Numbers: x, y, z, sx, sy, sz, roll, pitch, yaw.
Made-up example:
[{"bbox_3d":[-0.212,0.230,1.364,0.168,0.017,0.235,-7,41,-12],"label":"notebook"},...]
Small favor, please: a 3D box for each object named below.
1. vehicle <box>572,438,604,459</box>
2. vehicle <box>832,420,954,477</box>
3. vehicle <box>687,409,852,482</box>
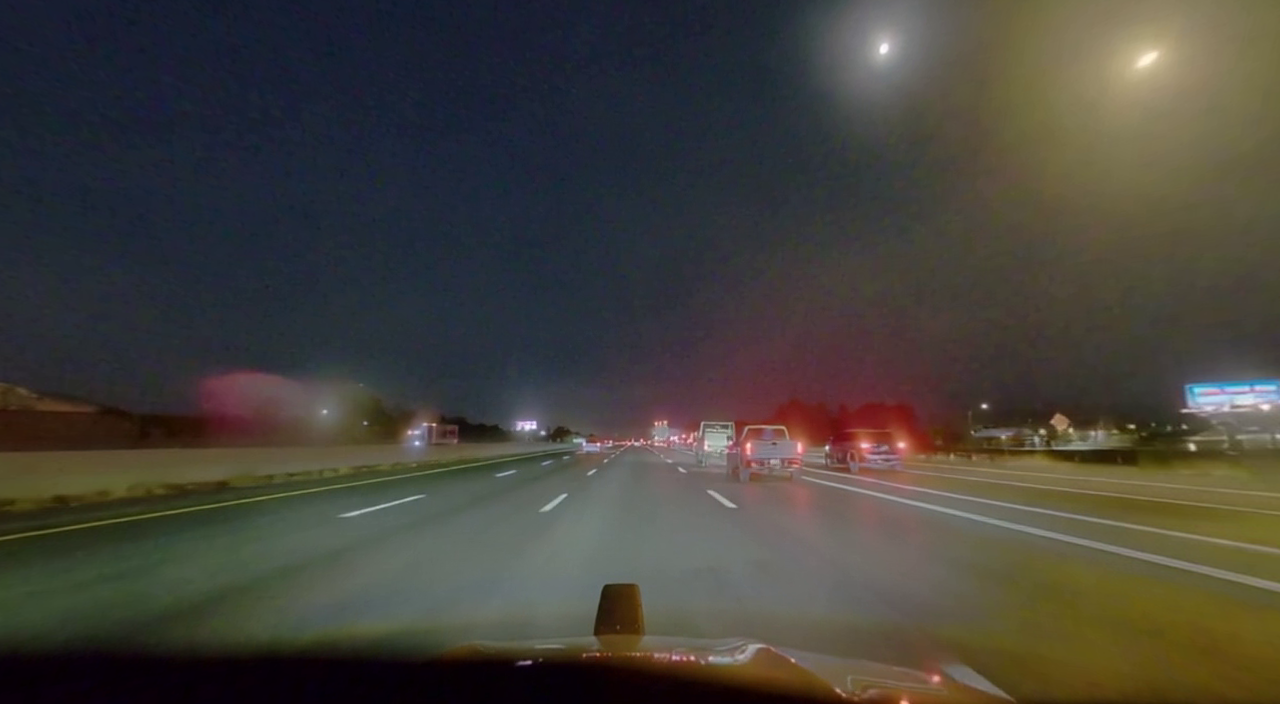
[{"bbox_3d":[-3.869,7.297,47.569,2.066,1.500,4.415,0,-8,0],"label":"vehicle"},{"bbox_3d":[9.328,3.646,23.877,2.184,1.873,5.466,0,-8,-2],"label":"vehicle"},{"bbox_3d":[4.089,3.613,24.360,3.042,2.004,14.051,0,-8,-2],"label":"vehicle"}]
